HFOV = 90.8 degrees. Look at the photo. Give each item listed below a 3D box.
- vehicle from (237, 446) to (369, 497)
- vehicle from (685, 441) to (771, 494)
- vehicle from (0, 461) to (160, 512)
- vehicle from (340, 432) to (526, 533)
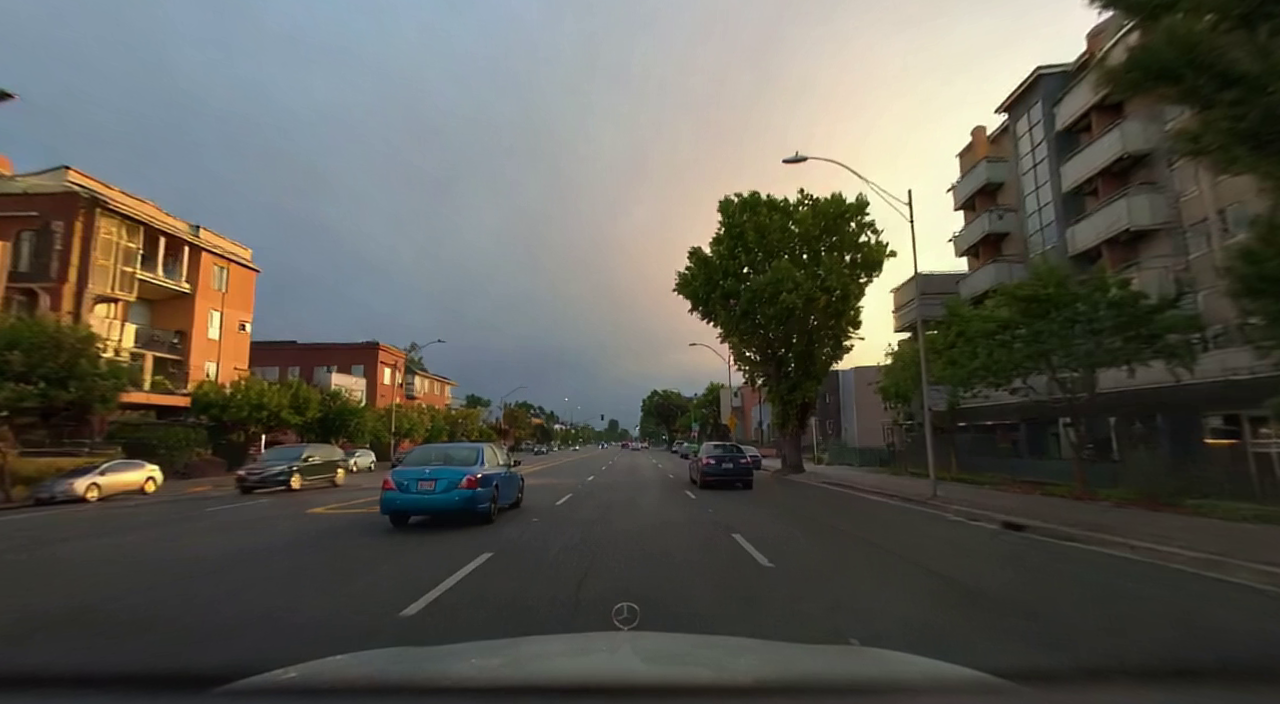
[{"bbox_3d":[-11.329,4.005,21.681,1.996,1.535,4.474,0,-9,1],"label":"vehicle"},{"bbox_3d":[2.641,3.613,20.160,1.978,1.471,4.426,0,-9,-2],"label":"vehicle"},{"bbox_3d":[-17.917,4.231,20.251,1.884,1.362,4.151,-2,-9,-1],"label":"vehicle"},{"bbox_3d":[-3.537,2.301,11.736,2.062,1.527,4.044,0,-9,0],"label":"vehicle"}]
